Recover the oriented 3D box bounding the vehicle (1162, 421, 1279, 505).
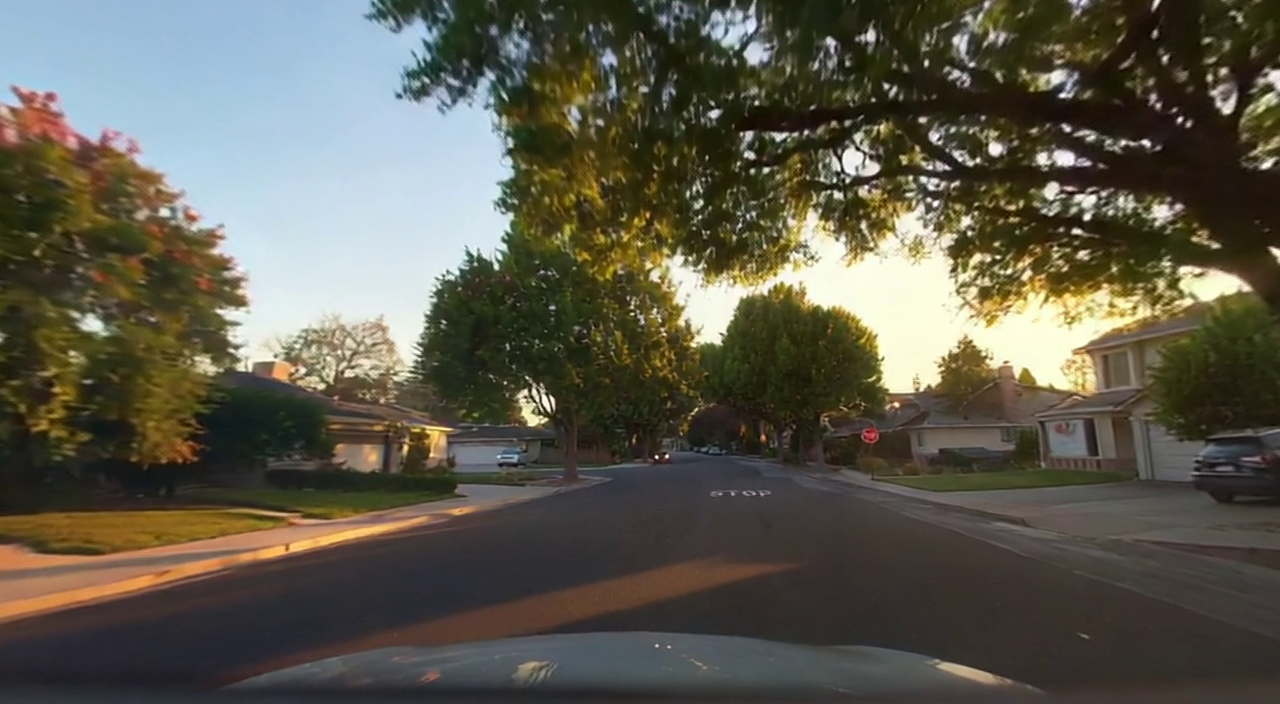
[{"bbox_3d":[13.823,2.247,13.092,4.589,1.526,2.133,1,-9,-13],"label":"vehicle"}]
